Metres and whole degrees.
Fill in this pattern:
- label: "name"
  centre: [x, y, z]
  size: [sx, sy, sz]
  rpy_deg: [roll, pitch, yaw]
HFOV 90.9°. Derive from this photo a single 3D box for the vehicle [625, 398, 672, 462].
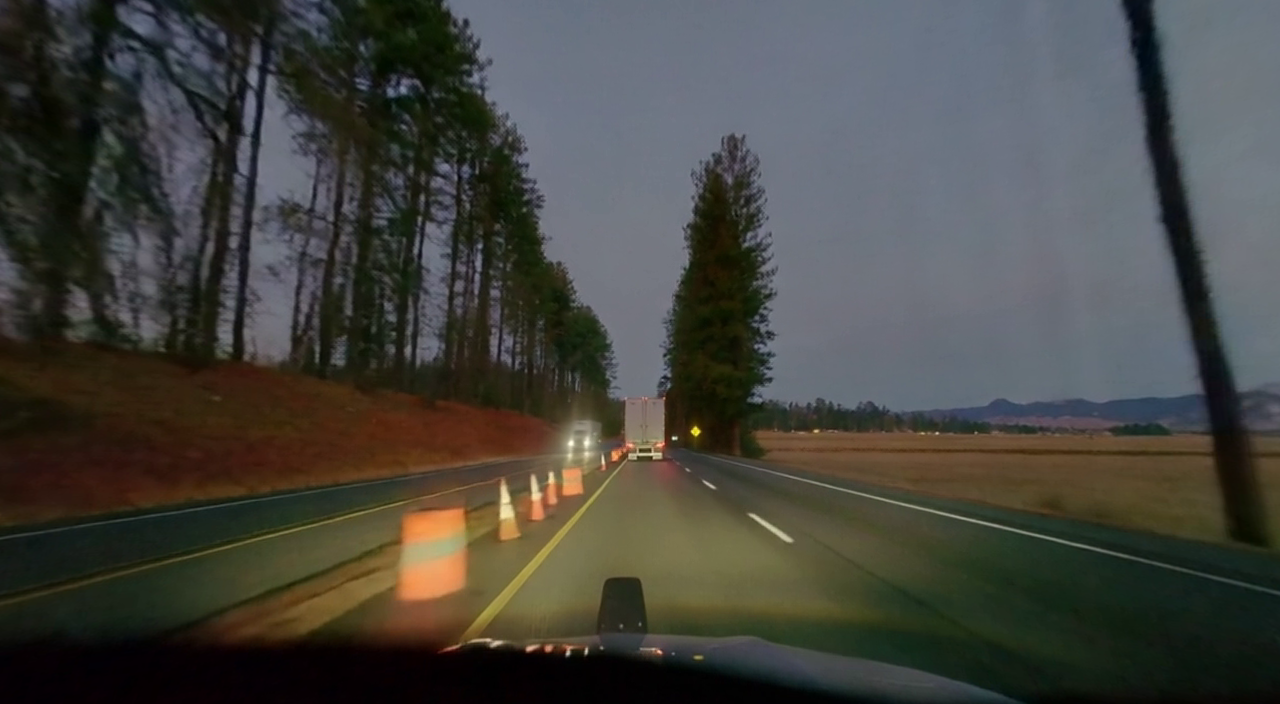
- label: "vehicle"
  centre: [0.414, 5.747, 45.604]
  size: [2.935, 4.068, 11.036]
  rpy_deg: [0, -8, -2]
